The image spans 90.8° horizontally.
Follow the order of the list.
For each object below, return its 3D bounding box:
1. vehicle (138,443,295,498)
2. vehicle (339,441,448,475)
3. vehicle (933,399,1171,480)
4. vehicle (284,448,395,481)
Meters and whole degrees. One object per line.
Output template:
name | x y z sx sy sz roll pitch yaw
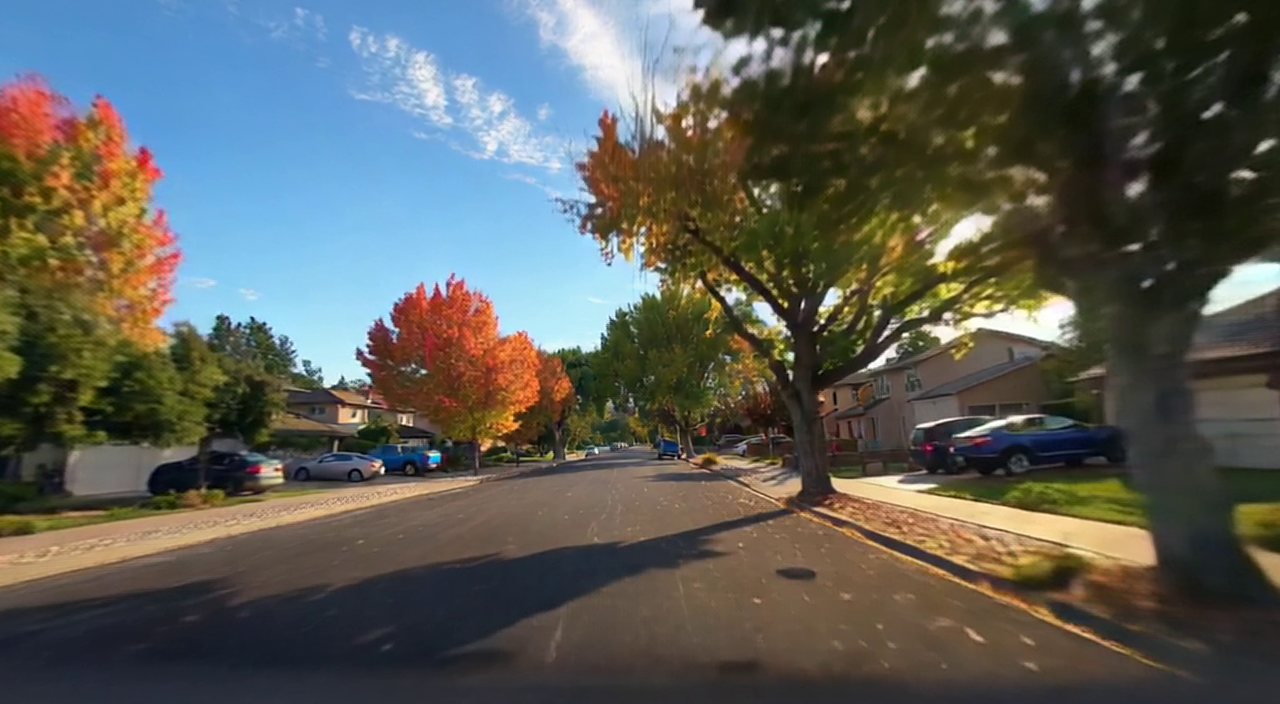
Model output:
vehicle | -13.891 3.872 21.042 1.982 1.596 3.988 -2 -9 12
vehicle | -13.993 6.036 36.065 5.286 1.847 2.166 0 -9 1
vehicle | 10.636 2.329 16.690 4.582 1.680 2.223 -4 -9 3
vehicle | -14.243 5.334 30.144 4.285 1.483 1.954 0 -9 0
